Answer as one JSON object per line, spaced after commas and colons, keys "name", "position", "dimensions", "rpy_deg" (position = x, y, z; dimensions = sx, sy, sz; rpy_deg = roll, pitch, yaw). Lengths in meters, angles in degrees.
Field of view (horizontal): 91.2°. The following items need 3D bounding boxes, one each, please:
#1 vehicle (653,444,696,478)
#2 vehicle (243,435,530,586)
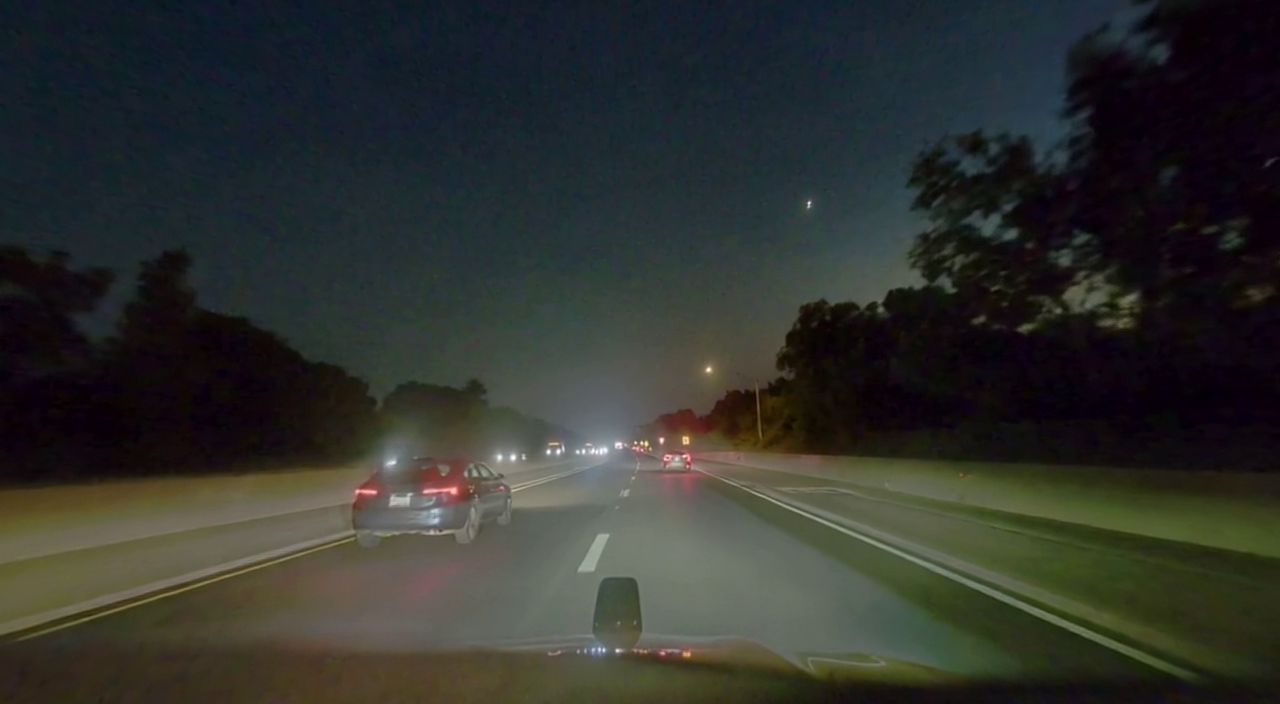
{"name": "vehicle", "position": [1.643, 5.344, 30.920], "dimensions": [1.910, 1.554, 3.718], "rpy_deg": [0, -9, 0]}
{"name": "vehicle", "position": [-2.899, 1.900, 8.377], "dimensions": [2.013, 1.479, 4.169], "rpy_deg": [0, -9, 1]}
